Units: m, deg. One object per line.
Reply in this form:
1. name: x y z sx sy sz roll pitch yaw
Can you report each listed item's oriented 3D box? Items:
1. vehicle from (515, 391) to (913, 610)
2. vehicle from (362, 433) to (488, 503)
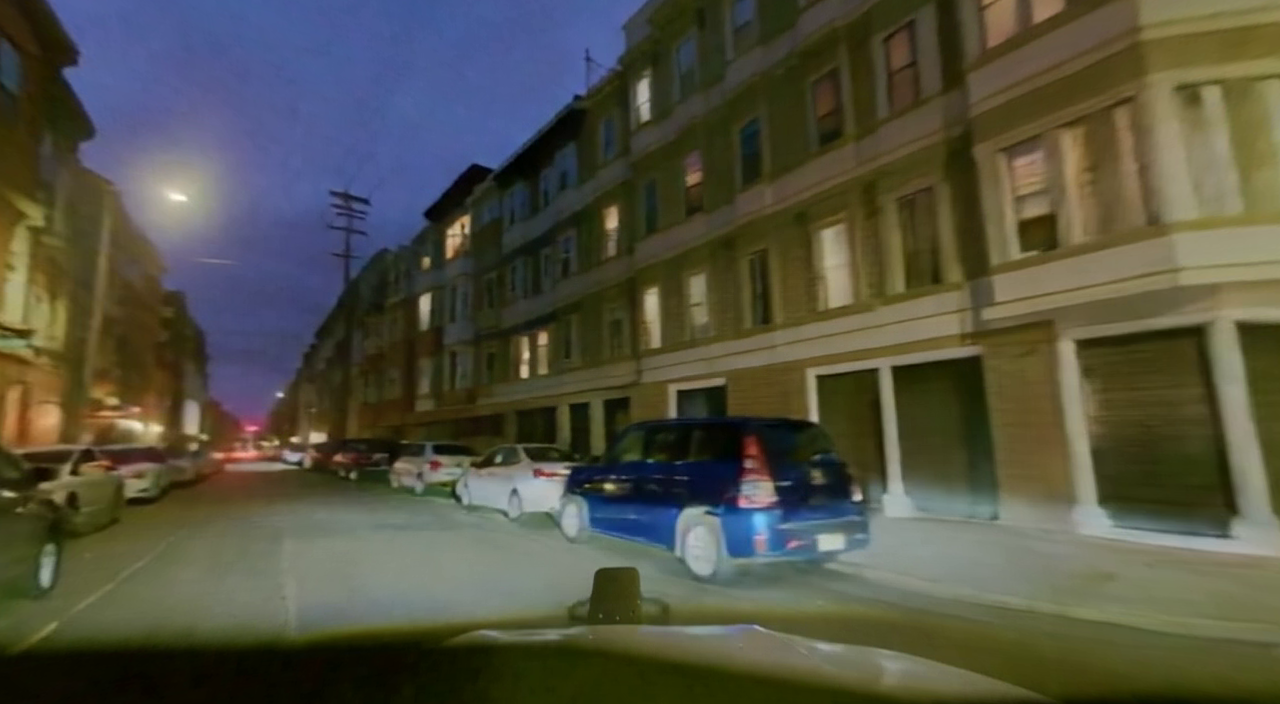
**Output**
1. vehicle: 0.394 1.447 7.297 2.025 1.631 4.679 5 -9 -32
2. vehicle: -5.965 3.028 17.122 1.968 1.595 4.543 5 -9 -35
